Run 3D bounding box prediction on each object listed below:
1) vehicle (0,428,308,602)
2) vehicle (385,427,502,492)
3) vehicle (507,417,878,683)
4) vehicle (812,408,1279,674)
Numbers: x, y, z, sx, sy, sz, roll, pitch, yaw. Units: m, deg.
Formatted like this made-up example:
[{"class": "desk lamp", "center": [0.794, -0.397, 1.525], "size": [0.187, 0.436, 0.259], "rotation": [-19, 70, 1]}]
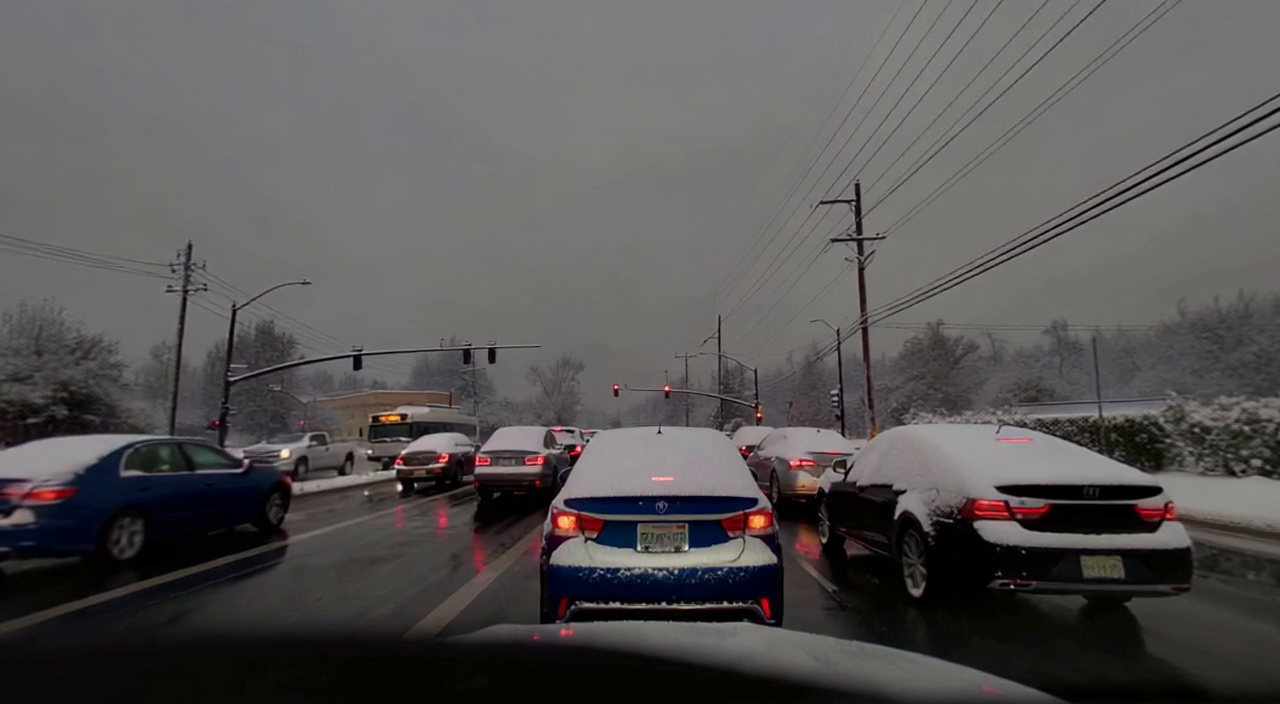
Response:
[{"class": "vehicle", "center": [-6.414, 1.758, 7.853], "size": [1.955, 1.497, 4.639], "rotation": [-1, -8, 1]}, {"class": "vehicle", "center": [-6.263, 3.490, 20.895], "size": [2.070, 1.824, 5.196], "rotation": [-1, -8, 2]}, {"class": "vehicle", "center": [0.277, 1.415, 5.642], "size": [2.109, 1.483, 3.964], "rotation": [0, -8, -1]}, {"class": "vehicle", "center": [3.121, 1.397, 5.797], "size": [1.870, 1.523, 4.096], "rotation": [0, -8, -1]}]
